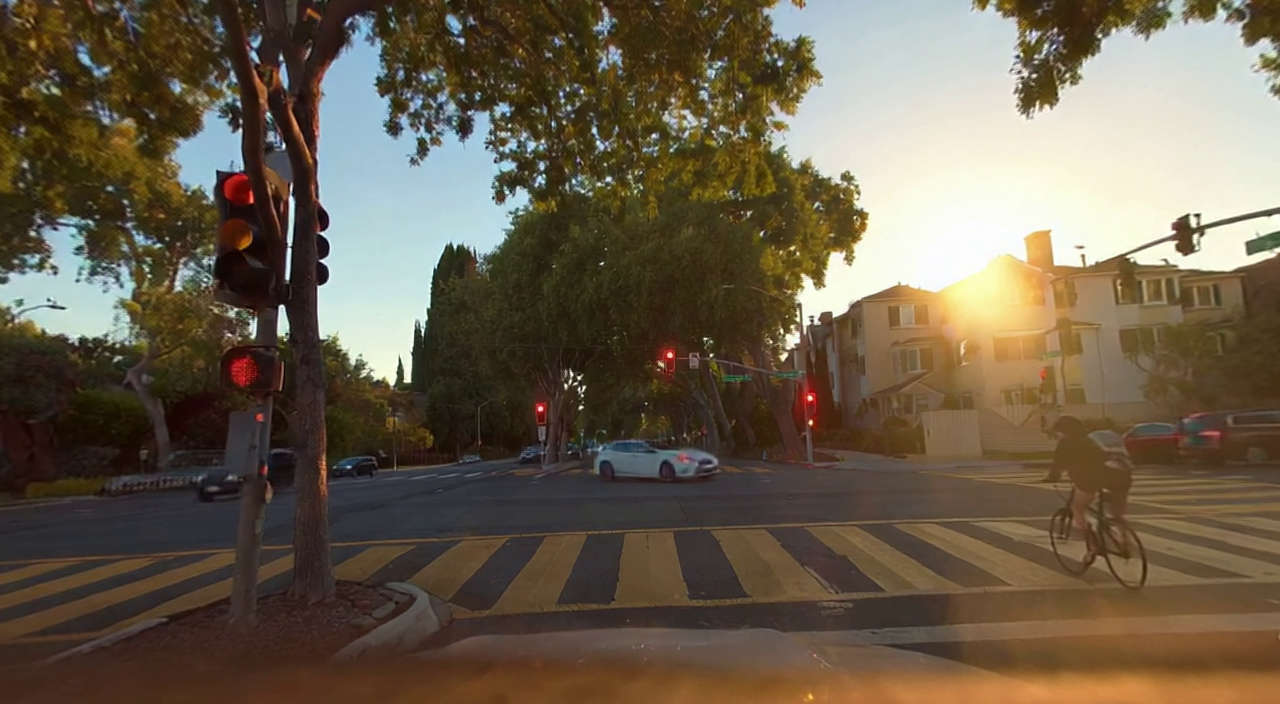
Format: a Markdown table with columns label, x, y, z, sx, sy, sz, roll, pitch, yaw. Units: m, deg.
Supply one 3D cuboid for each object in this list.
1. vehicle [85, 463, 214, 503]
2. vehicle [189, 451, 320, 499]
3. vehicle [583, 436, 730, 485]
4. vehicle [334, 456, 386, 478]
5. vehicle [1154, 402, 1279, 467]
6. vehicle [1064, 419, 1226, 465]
| label | x | y | z | sx | sy | sz | roll | pitch | yaw |
| --- | --- | --- | --- | --- | --- | --- | --- | --- | --- |
| vehicle | -20.945 | 5.585 | 27.204 | 1.872 | 1.455 | 4.576 | 0 | -9 | 0 |
| vehicle | -13.667 | 4.334 | 22.716 | 1.973 | 1.511 | 4.299 | 0 | -9 | 1 |
| vehicle | 0.485 | 3.691 | 21.723 | 4.749 | 1.496 | 2.017 | -7 | -11 | 36 |
| vehicle | -19.895 | 8.180 | 44.992 | 1.810 | 1.393 | 4.423 | 0 | -9 | -2 |
| vehicle | 18.243 | 2.344 | 17.902 | 5.188 | 1.731 | 2.191 | -1 | -9 | 3 |
| vehicle | 17.347 | 3.108 | 21.806 | 3.969 | 1.493 | 1.823 | 0 | -9 | 1 |
